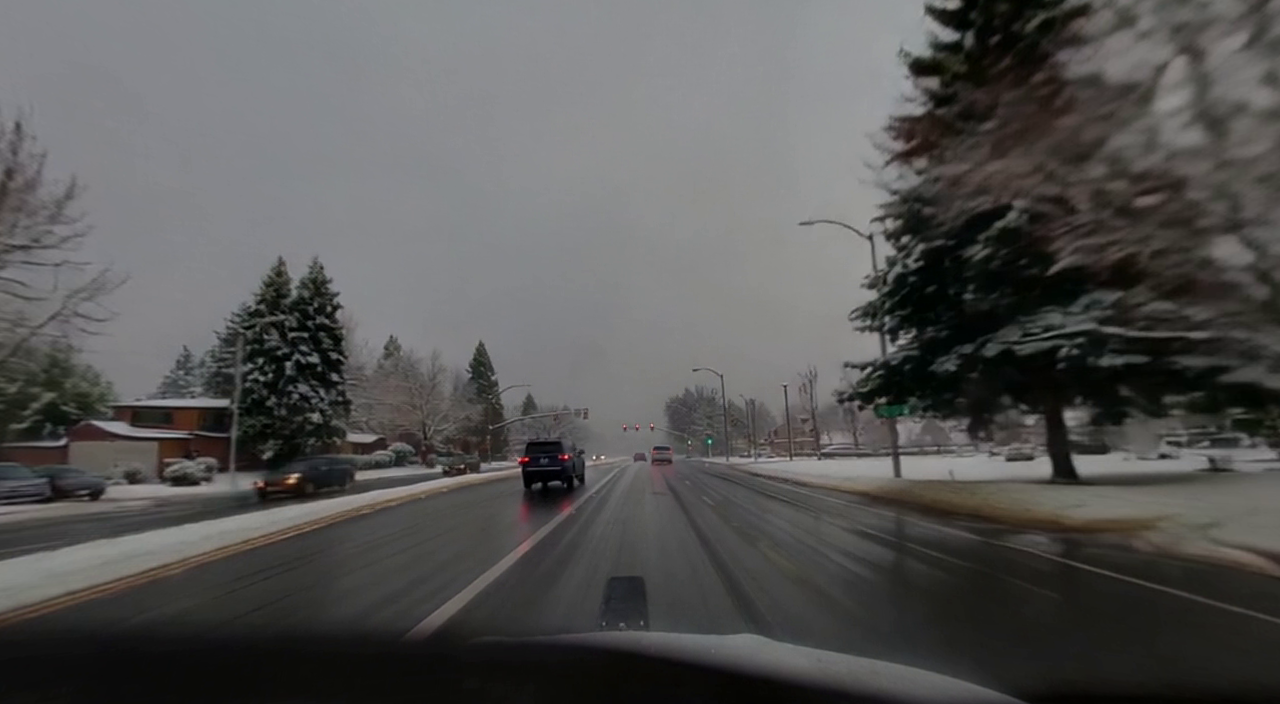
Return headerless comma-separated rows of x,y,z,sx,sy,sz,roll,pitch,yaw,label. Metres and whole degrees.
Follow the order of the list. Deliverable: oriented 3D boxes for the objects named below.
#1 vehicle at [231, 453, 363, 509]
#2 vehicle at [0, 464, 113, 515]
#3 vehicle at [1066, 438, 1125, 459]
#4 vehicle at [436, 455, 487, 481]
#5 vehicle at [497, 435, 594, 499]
-11.728,4.405,21.998,2.061,1.631,4.502,-1,-8,0,vehicle
-24.727,5.547,25.634,4.824,1.766,1.967,1,-8,4,vehicle
35.125,7.478,48.716,1.719,1.506,3.878,-1,-8,1,vehicle
-11.604,7.568,41.353,1.952,1.500,4.543,-1,-8,1,vehicle
-2.965,3.781,21.279,2.459,1.825,5.380,0,-8,0,vehicle
